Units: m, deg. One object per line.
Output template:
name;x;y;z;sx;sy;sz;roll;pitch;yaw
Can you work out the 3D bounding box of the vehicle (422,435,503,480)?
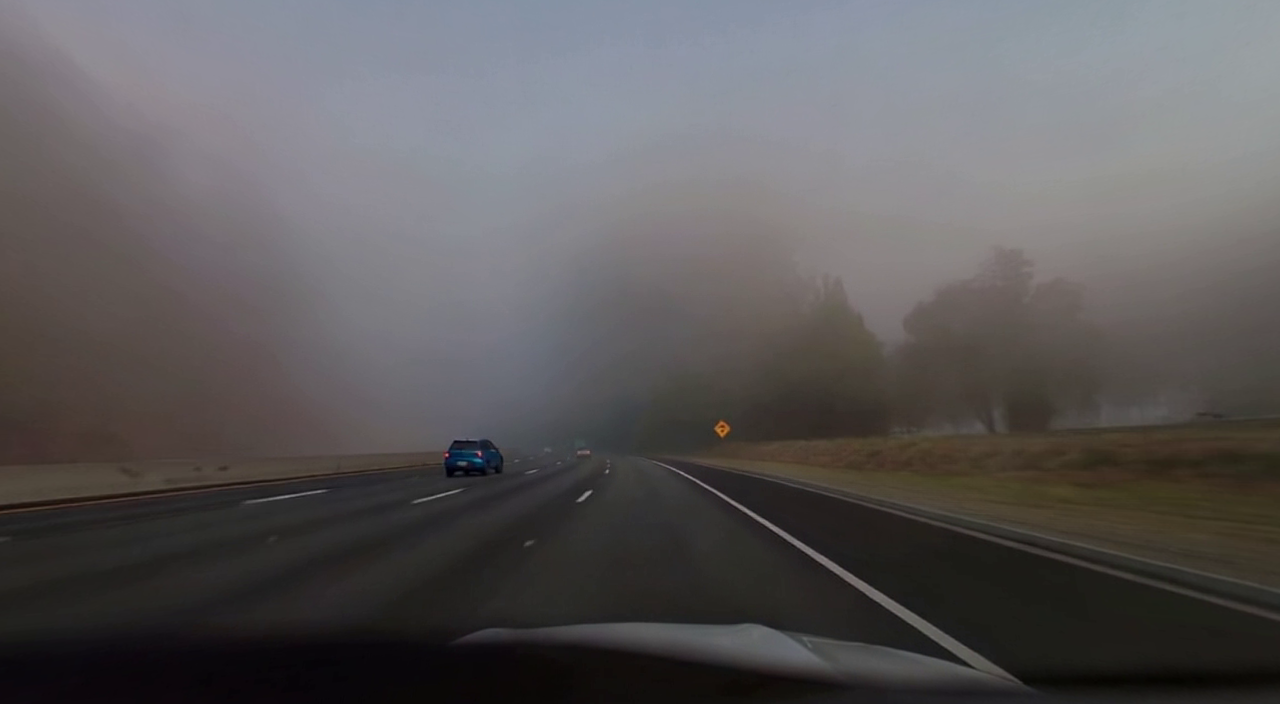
vehicle;-7.287;4.394;26.475;2.046;1.712;4.533;0;-8;0
